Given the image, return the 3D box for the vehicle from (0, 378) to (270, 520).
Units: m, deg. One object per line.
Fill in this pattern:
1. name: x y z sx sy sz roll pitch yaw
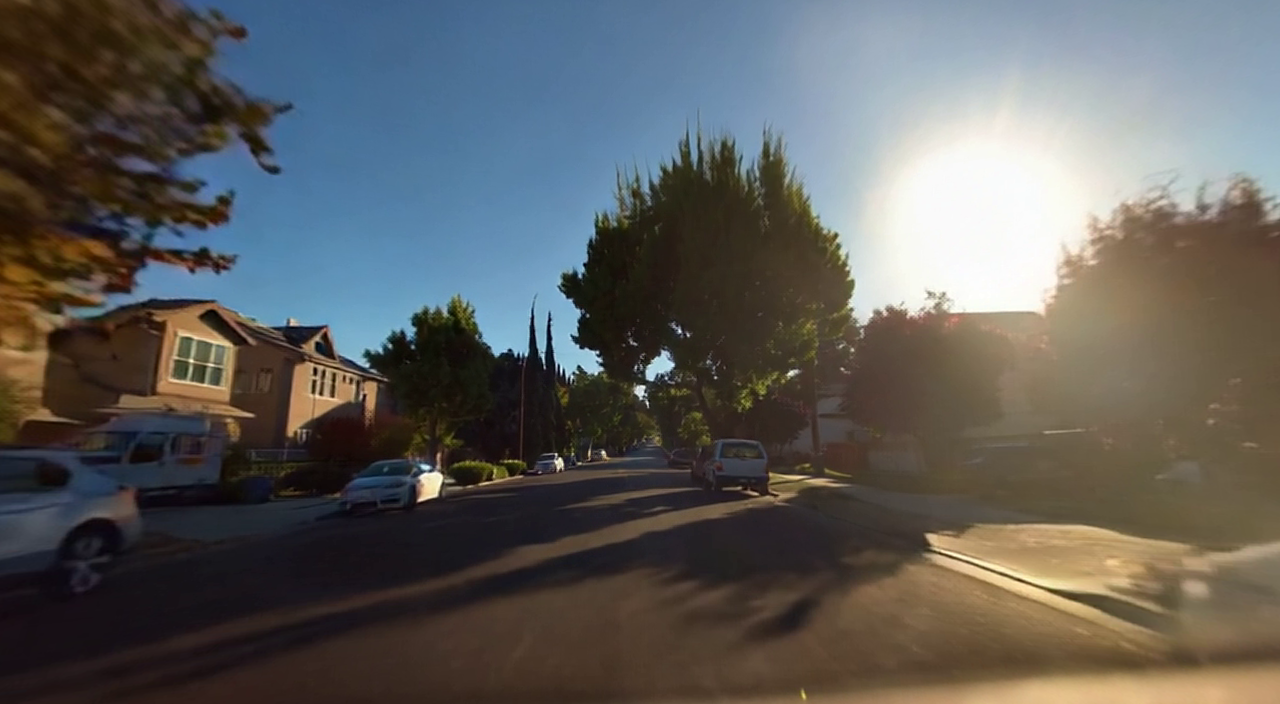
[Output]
1. vehicle: -13.921 2.475 16.506 6.585 3.247 3.011 -2 -6 2

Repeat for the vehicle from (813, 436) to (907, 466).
1. vehicle: 11.416 5.169 32.946 4.111 1.459 2.214 -1 -8 4

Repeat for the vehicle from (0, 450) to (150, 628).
1. vehicle: -6.896 1.579 4.976 1.905 1.602 4.974 -2 -12 2

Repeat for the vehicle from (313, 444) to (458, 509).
1. vehicle: -6.825 3.564 17.510 2.071 1.481 4.425 -2 -14 1

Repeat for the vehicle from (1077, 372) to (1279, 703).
1. vehicle: 3.174 0.668 0.734 2.050 1.598 4.590 0 -8 1

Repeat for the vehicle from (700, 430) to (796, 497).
1. vehicle: 3.279 3.508 20.232 2.262 1.870 4.948 0 -8 1
